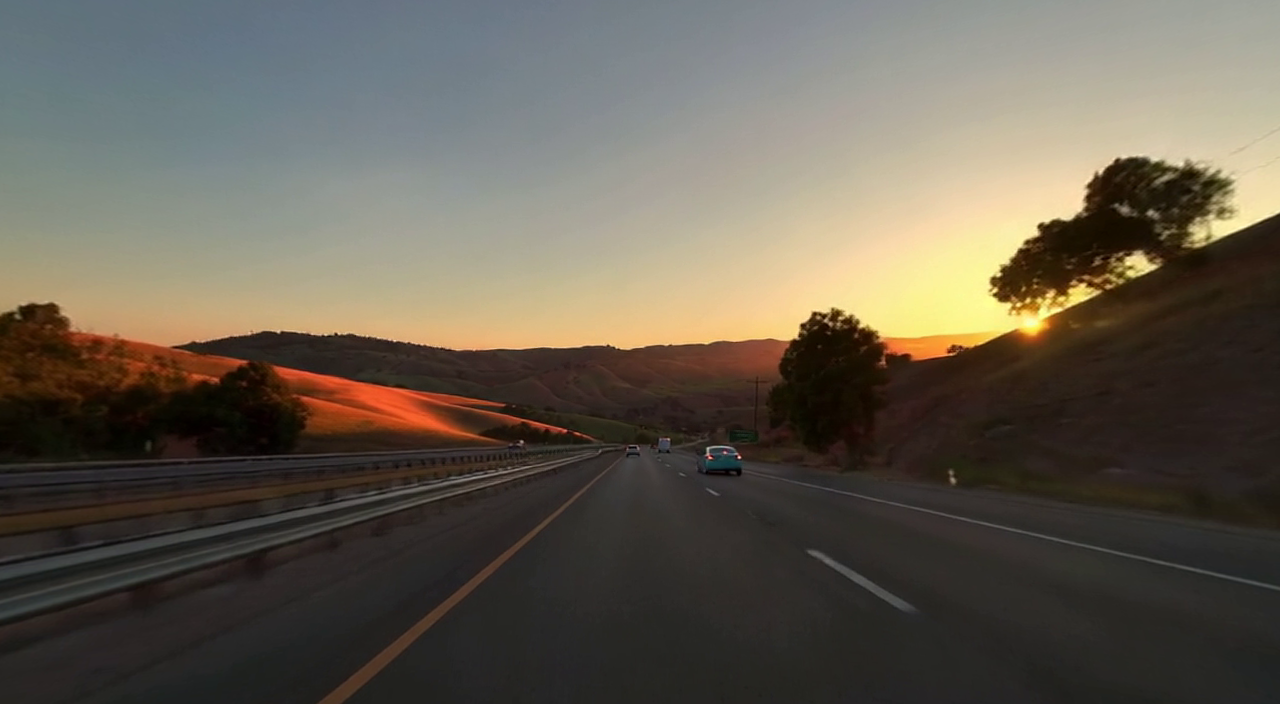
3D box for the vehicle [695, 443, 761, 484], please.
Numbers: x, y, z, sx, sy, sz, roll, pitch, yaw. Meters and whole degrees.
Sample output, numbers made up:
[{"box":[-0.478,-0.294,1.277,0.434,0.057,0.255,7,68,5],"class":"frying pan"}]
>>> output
[{"box":[3.540,4.558,26.228,1.960,1.516,4.657,0,-8,-1],"class":"vehicle"}]
